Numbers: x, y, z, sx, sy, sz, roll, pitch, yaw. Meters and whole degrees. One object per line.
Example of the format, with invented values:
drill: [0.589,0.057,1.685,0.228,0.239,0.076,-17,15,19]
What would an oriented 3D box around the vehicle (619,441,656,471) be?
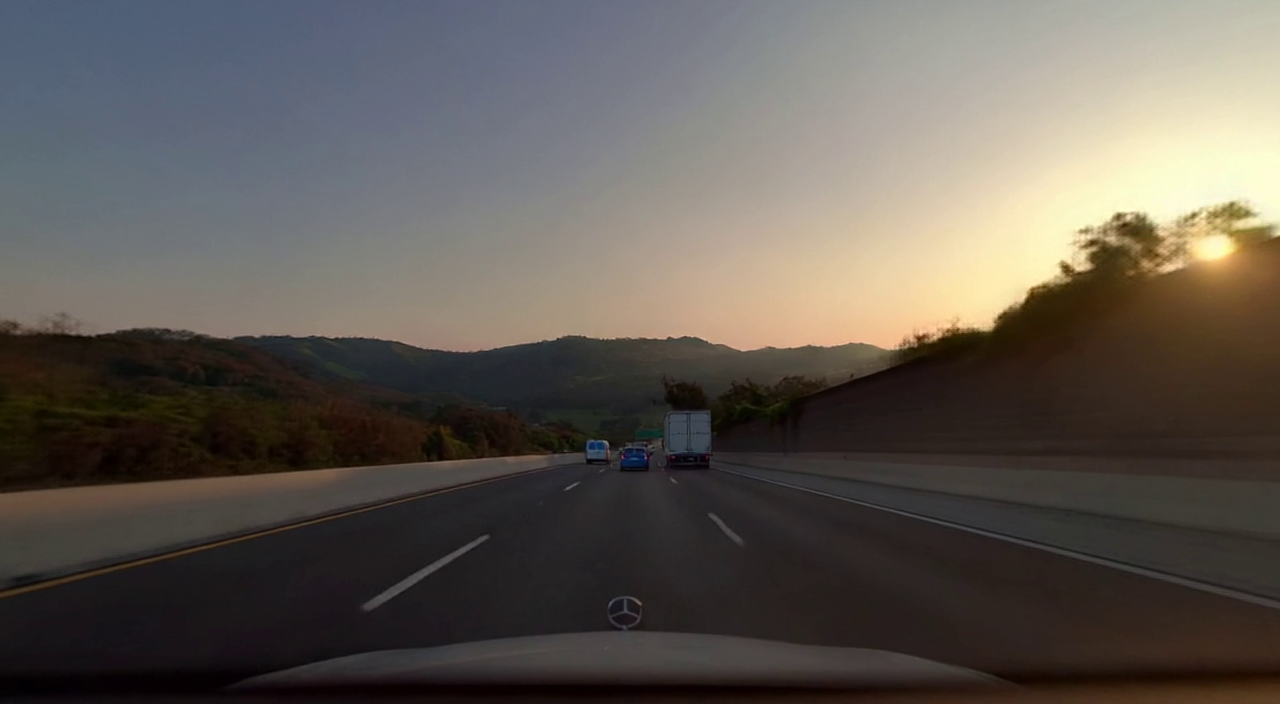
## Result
vehicle: [-0.167,6.437,39.196,2.166,1.747,4.299,0,-9,0]
